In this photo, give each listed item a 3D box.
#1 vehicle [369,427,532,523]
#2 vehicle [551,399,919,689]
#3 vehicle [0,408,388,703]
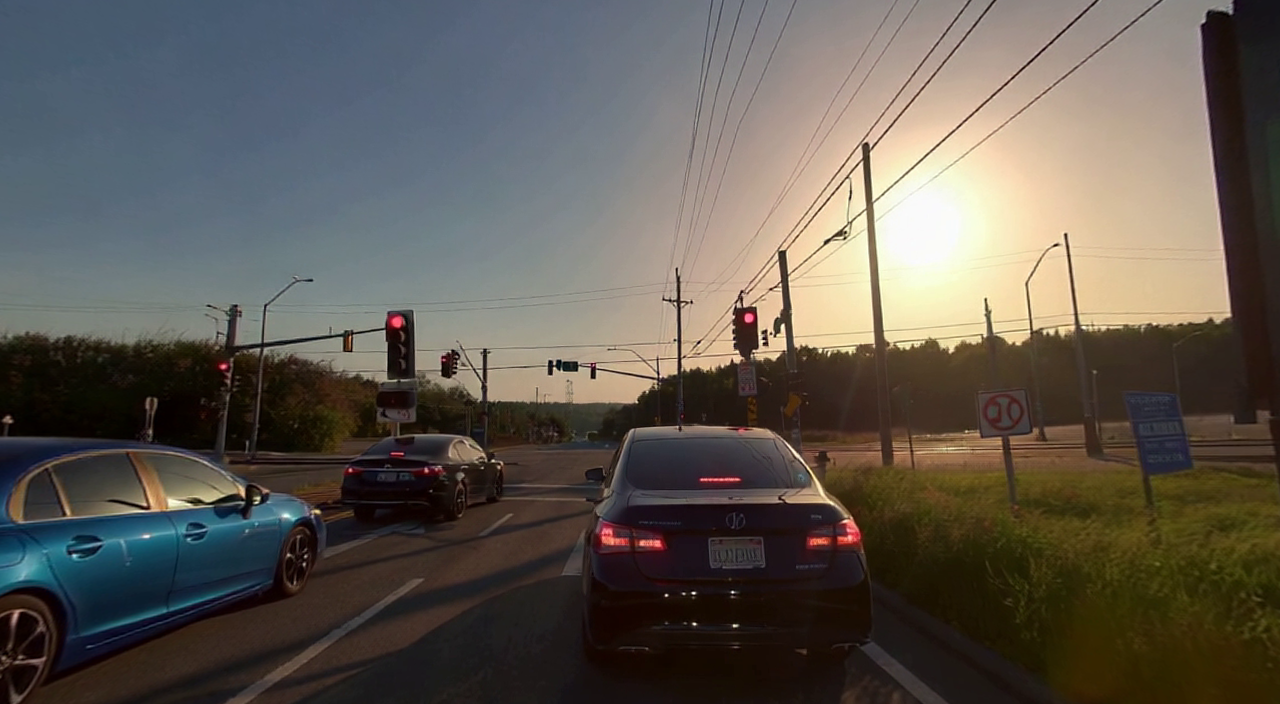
[{"bbox_3d":[-3.349,2.254,12.087,1.984,1.505,4.047,0,-9,-2],"label":"vehicle"},{"bbox_3d":[0.408,1.323,5.456,1.998,1.529,3.960,1,-9,-3],"label":"vehicle"},{"bbox_3d":[-3.709,1.252,4.490,1.956,1.468,4.585,0,-8,0],"label":"vehicle"}]
